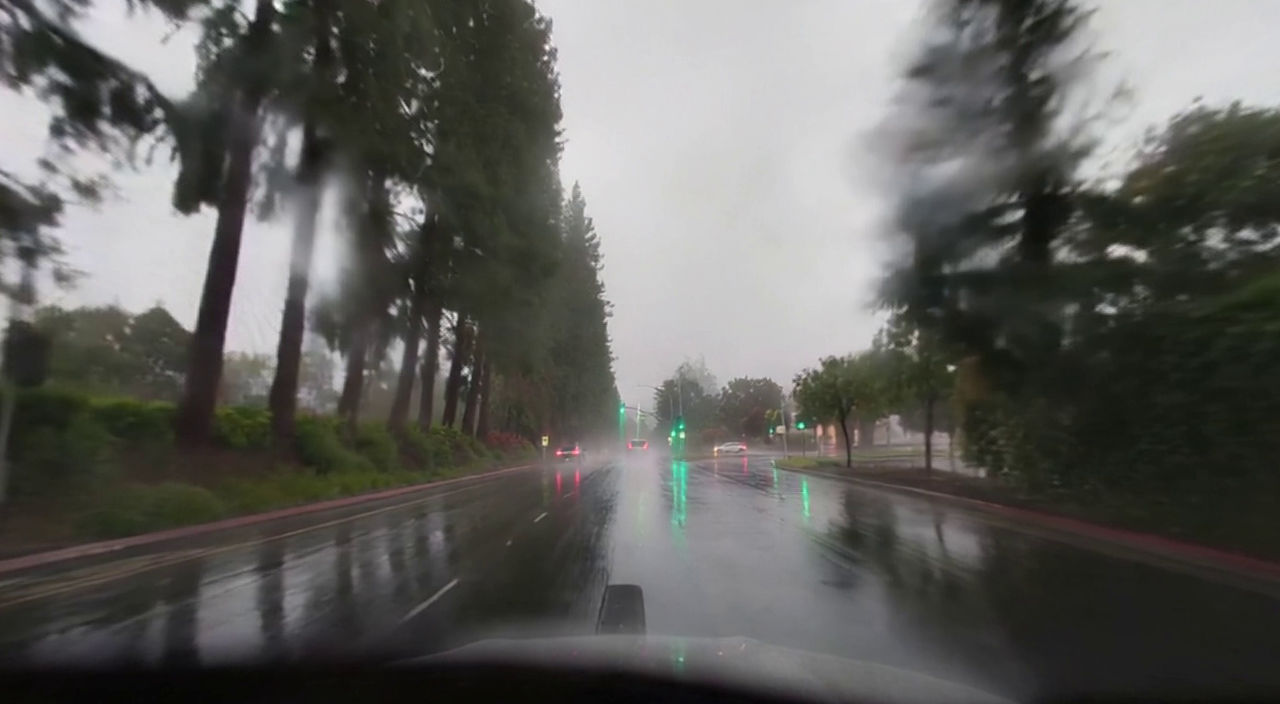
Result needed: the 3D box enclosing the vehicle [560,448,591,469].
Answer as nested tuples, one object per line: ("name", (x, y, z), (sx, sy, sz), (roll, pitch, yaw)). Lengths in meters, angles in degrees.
("vehicle", (-4.476, 7.416, 44.270), (1.674, 1.408, 4.141), (0, -8, 1))
